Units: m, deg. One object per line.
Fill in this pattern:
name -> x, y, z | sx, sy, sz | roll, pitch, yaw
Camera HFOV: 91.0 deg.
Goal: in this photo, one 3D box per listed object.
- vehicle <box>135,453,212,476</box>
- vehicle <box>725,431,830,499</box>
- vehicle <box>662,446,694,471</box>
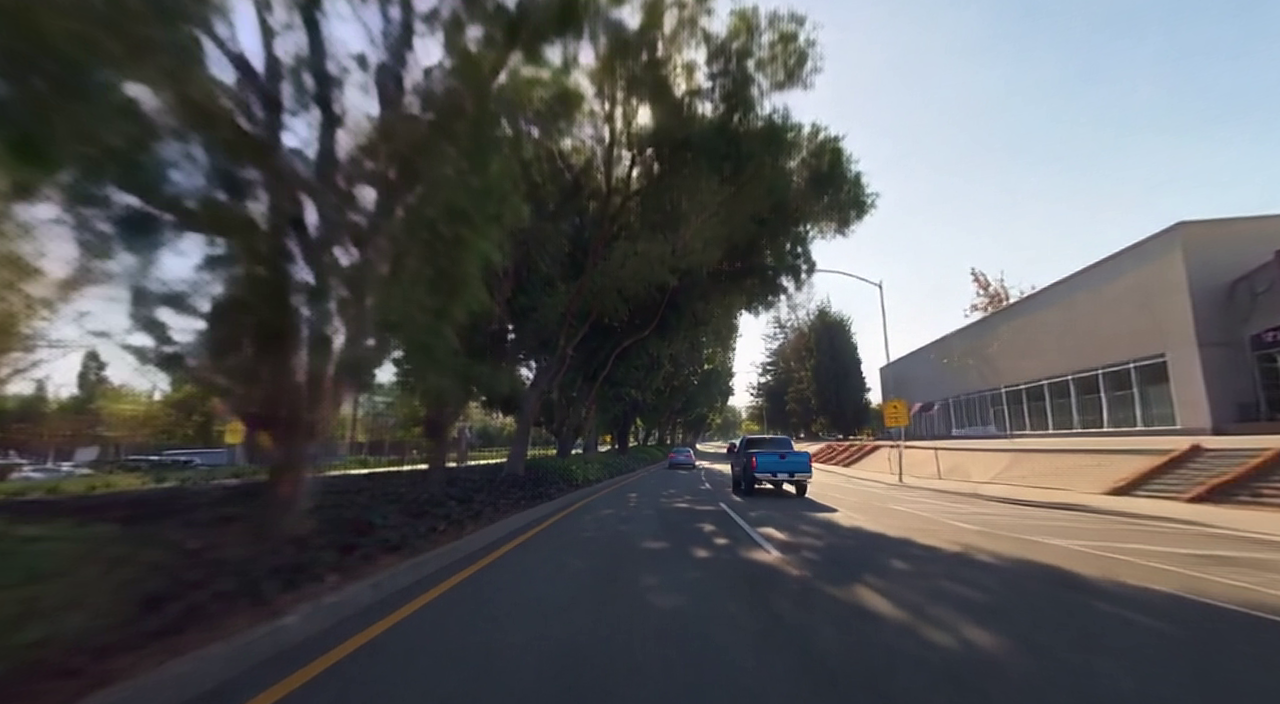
vehicle -> -32.188, 7.744, 43.476 | 3.963, 1.494, 1.802 | -1, -9, 7
vehicle -> 4.341, 3.675, 20.946 | 2.367, 1.919, 5.651 | 0, -9, 2
vehicle -> 2.550, 7.002, 41.658 | 1.968, 1.521, 4.262 | 0, -9, 5
